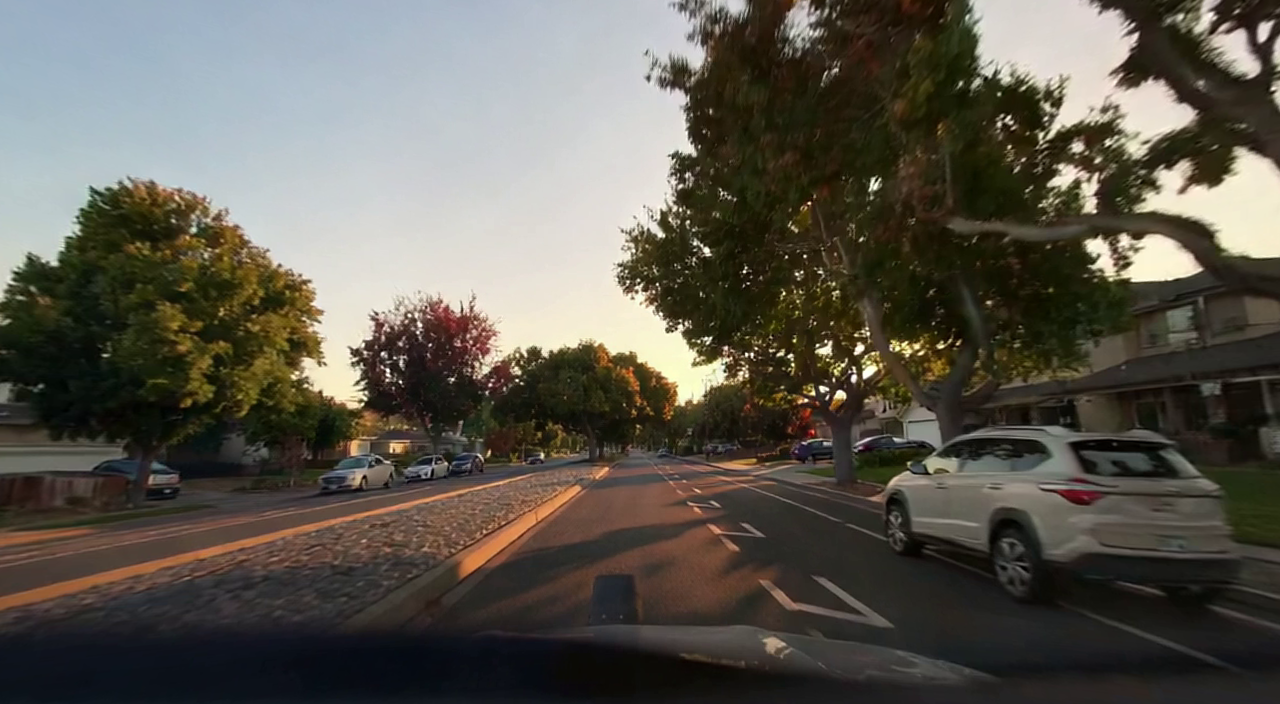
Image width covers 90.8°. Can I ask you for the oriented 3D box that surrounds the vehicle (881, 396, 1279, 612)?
[{"bbox_3d":[4.914,1.651,7.809,2.058,1.867,4.448,0,-8,0],"label":"vehicle"}]

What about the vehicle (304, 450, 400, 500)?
[{"bbox_3d":[-12.258,5.210,27.311,1.962,1.735,4.927,-2,-7,-1],"label":"vehicle"}]

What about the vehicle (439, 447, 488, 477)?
[{"bbox_3d":[-12.399,7.736,44.703,2.105,1.930,4.541,0,-8,0],"label":"vehicle"}]

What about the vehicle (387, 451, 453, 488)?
[{"bbox_3d":[-12.212,6.528,35.436,2.007,1.663,5.077,-2,-7,-1],"label":"vehicle"}]

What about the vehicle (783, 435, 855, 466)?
[{"bbox_3d":[12.073,6.648,42.817,4.194,1.850,1.951,-2,-7,-4],"label":"vehicle"}]
